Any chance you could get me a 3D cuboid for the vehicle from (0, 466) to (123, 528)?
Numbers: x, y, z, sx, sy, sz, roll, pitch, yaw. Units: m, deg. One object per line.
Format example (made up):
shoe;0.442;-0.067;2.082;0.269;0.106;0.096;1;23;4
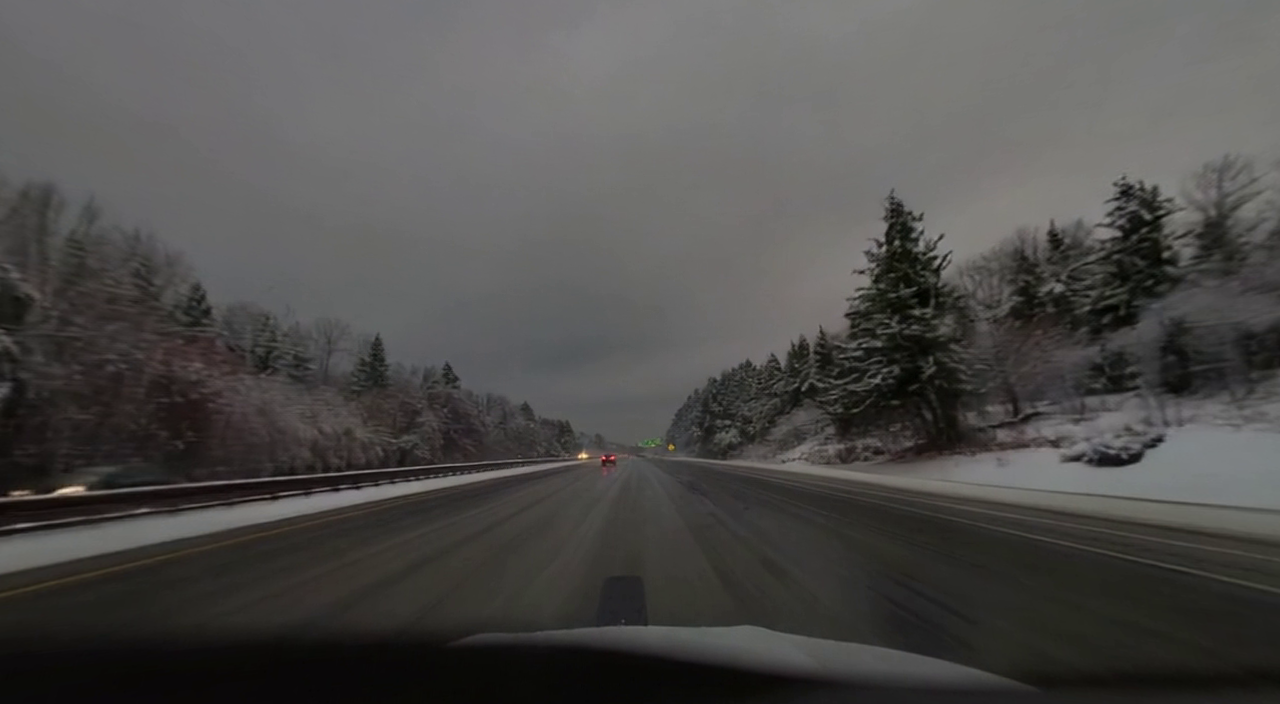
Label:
vehicle;-16.604;3.866;17.126;1.769;1.419;3.896;0;-9;0
